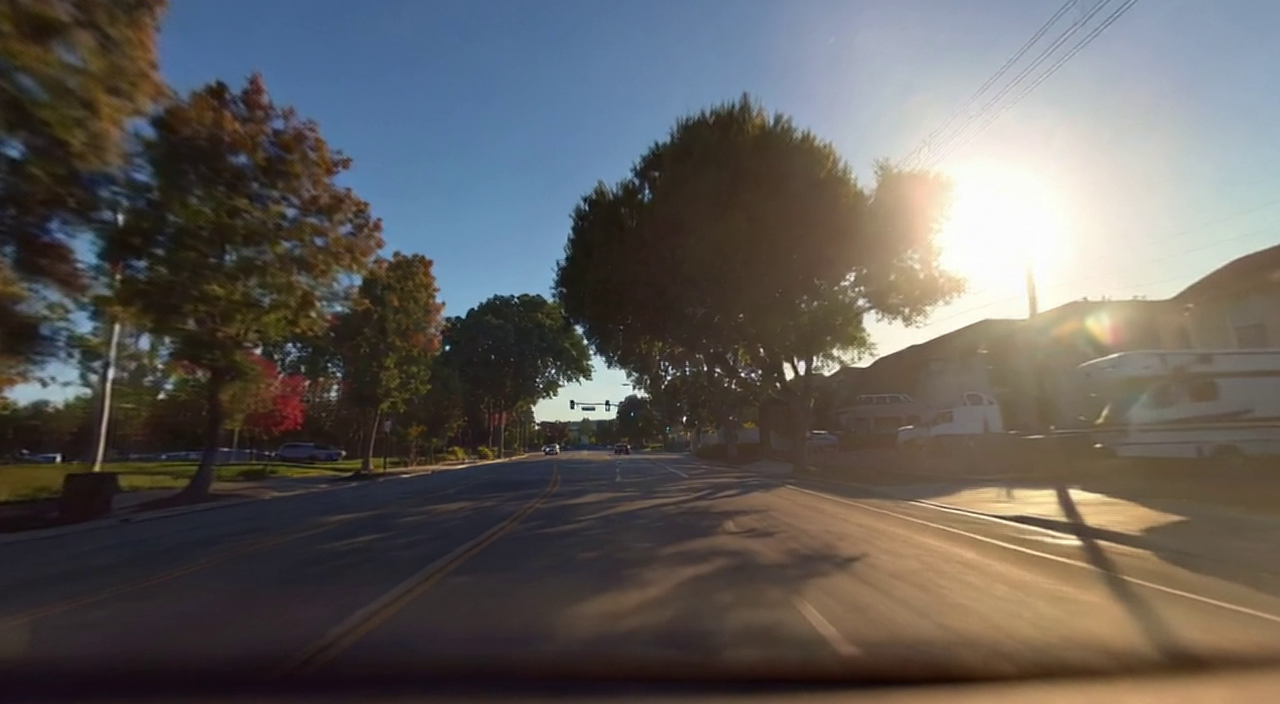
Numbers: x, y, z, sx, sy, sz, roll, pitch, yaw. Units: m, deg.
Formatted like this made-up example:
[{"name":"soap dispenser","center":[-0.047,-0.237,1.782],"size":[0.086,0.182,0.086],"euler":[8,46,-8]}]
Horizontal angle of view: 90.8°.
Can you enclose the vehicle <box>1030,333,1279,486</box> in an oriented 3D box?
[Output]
[{"name":"vehicle","center":[15.655,1.479,16.202],"size":[9.450,3.499,2.789],"euler":[0,-8,-3]}]

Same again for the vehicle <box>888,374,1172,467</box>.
[{"name":"vehicle","center":[15.699,2.823,25.933],"size":[9.549,3.068,3.049],"euler":[-3,-7,-3]}]

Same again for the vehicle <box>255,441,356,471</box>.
[{"name":"vehicle","center":[-24.798,7.707,47.010],"size":[6.218,2.056,2.324],"euler":[-1,-5,1]}]
